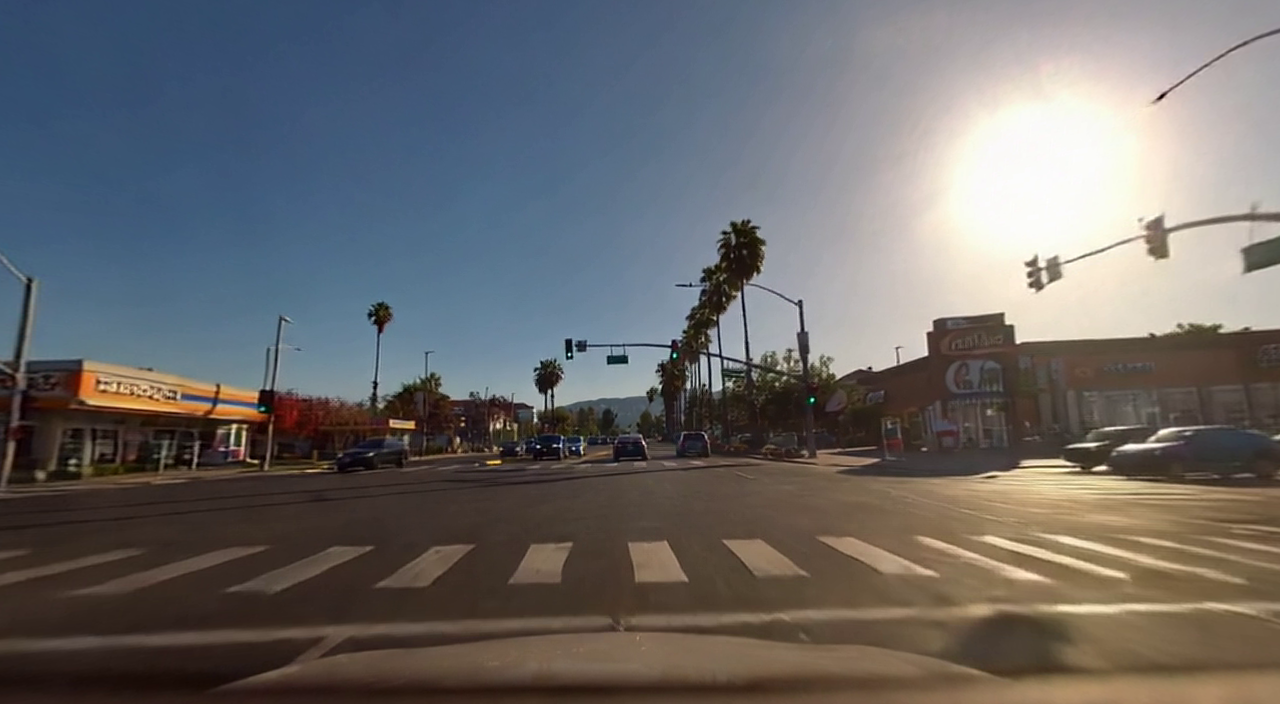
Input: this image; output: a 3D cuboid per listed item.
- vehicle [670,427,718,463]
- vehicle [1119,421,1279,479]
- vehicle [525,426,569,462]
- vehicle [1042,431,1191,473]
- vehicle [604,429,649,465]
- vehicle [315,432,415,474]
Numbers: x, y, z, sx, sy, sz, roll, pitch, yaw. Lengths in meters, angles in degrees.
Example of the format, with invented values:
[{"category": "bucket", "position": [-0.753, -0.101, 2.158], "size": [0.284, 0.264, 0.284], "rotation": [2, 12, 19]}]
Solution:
[{"category": "vehicle", "position": [3.039, 5.403, 36.967], "size": [2.190, 1.913, 5.174], "rotation": [0, -8, -2]}, {"category": "vehicle", "position": [18.610, 3.120, 20.330], "size": [4.685, 1.704, 2.118], "rotation": [0, -8, -2]}, {"category": "vehicle", "position": [-5.716, 5.742, 39.600], "size": [2.072, 2.107, 4.723], "rotation": [0, -8, -1]}, {"category": "vehicle", "position": [19.329, 4.071, 25.815], "size": [4.448, 1.611, 2.065], "rotation": [1, -8, -4]}, {"category": "vehicle", "position": [-0.663, 4.896, 32.773], "size": [2.177, 1.754, 3.815], "rotation": [0, -8, 0]}, {"category": "vehicle", "position": [-13.353, 4.934, 31.243], "size": [2.287, 1.874, 5.798], "rotation": [0, -8, 0]}]
